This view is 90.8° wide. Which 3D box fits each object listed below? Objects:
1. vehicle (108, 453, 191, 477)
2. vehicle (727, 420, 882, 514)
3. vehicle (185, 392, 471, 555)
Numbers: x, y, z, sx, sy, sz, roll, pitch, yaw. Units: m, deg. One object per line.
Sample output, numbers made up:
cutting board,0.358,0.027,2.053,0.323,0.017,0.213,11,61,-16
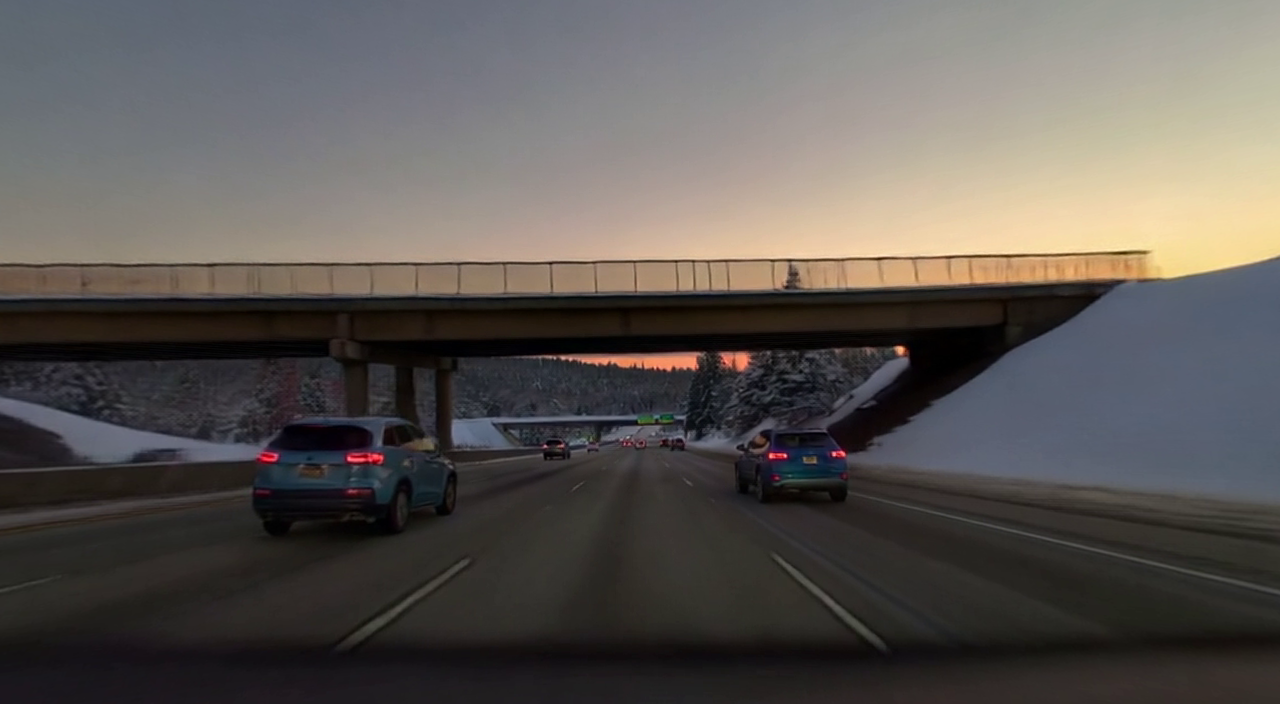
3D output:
vehicle,-33.252,7.667,42.990,1.831,1.478,4.762,0,-8,0
vehicle,3.417,2.499,14.199,2.185,1.749,4.477,0,-8,-1
vehicle,-4.252,1.759,9.750,2.018,1.872,4.728,0,-8,-1
